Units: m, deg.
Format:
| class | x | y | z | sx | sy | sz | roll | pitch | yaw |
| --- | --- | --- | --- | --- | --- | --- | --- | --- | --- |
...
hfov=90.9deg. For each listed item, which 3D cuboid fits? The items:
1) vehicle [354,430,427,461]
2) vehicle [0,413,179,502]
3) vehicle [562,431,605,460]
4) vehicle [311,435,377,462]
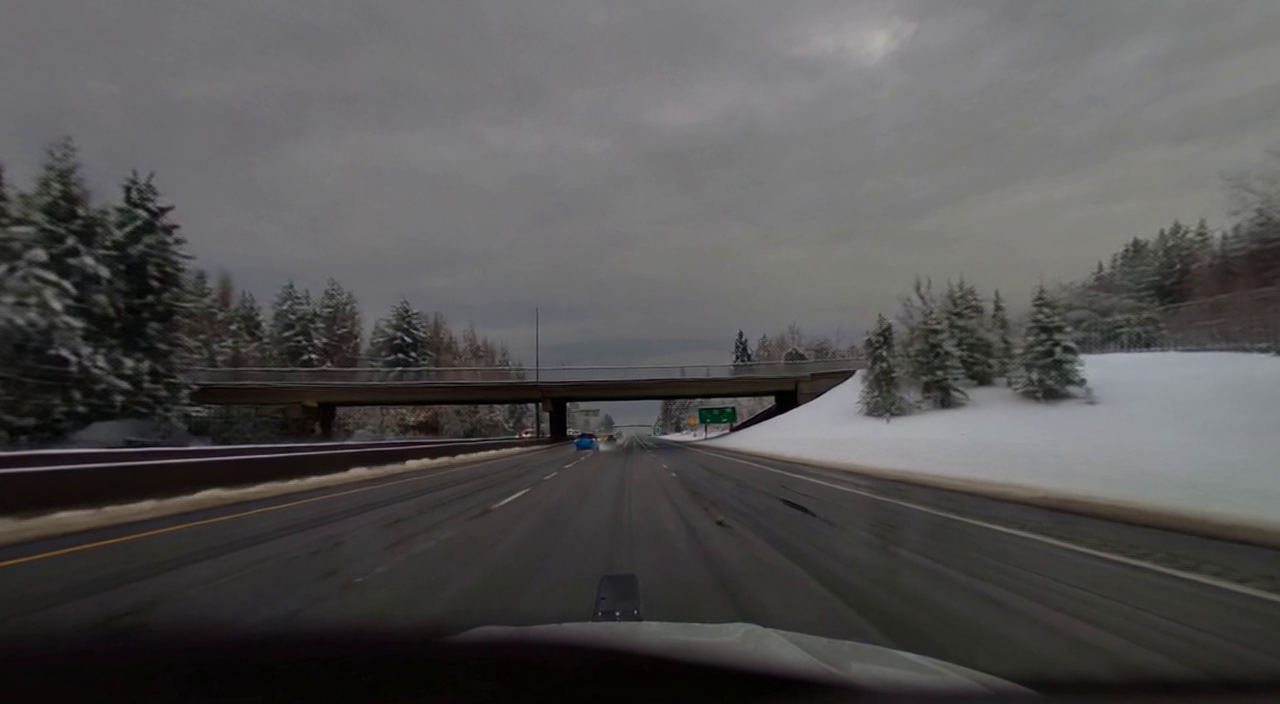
| class | x | y | z | sx | sy | sz | roll | pitch | yaw |
| --- | --- | --- | --- | --- | --- | --- | --- | --- | --- |
| vehicle | -13.624 | 5.115 | 34.761 | 2.078 | 1.600 | 4.755 | 0 | -8 | 0 |
| vehicle | -13.114 | 2.285 | 14.042 | 1.945 | 1.658 | 4.898 | 0 | -8 | 0 |
| vehicle | -3.323 | 5.582 | 37.838 | 2.086 | 1.624 | 4.607 | 0 | -8 | 1 |
| vehicle | -17.542 | 5.728 | 37.549 | 1.839 | 1.484 | 4.240 | 0 | -8 | 0 |
